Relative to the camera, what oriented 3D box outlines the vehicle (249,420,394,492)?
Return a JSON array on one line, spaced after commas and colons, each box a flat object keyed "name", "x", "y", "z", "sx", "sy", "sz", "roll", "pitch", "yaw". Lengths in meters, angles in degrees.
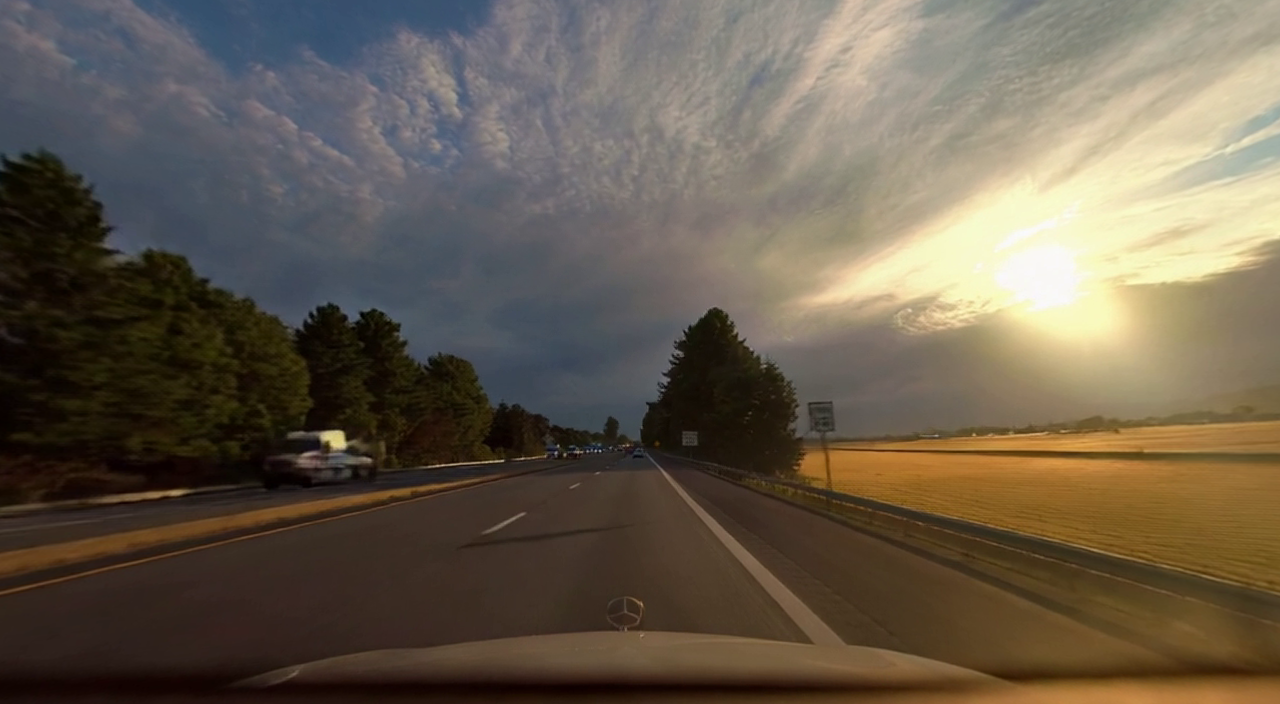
[{"name": "vehicle", "x": -16.478, "y": 5.526, "z": 33.657, "sx": 2.906, "sy": 3.286, "sz": 8.867, "roll": 0, "pitch": -9, "yaw": 1}]
